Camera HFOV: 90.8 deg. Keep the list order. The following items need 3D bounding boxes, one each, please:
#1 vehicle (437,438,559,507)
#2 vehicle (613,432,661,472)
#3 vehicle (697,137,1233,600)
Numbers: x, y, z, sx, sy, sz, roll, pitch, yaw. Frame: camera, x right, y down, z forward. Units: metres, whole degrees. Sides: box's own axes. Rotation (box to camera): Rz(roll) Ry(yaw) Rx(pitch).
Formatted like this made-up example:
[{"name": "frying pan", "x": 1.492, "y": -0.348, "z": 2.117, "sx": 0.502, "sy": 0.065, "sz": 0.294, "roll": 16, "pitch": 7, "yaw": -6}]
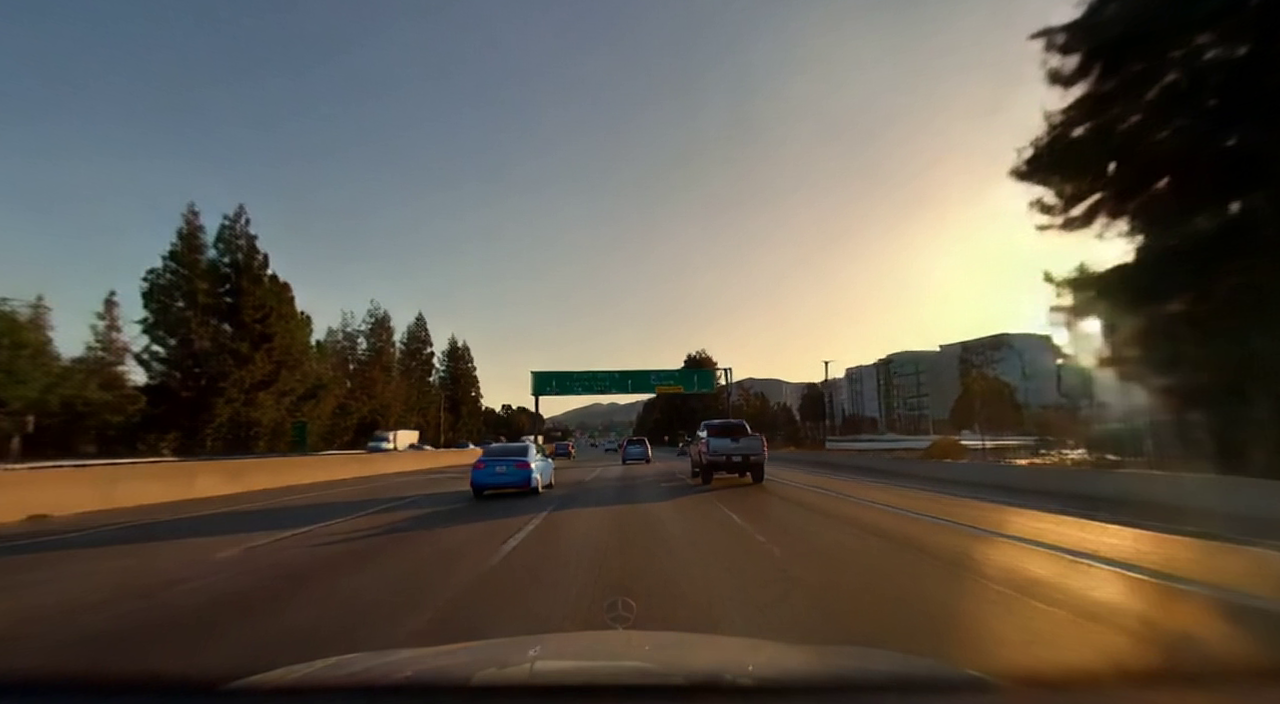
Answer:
[{"name": "vehicle", "x": -3.195, "y": 2.802, "z": 15.228, "sx": 1.864, "sy": 1.406, "sz": 4.544, "roll": 0, "pitch": -8, "yaw": 0}, {"name": "vehicle", "x": -0.146, "y": 4.900, "z": 31.178, "sx": 2.203, "sy": 1.805, "sz": 4.358, "roll": 0, "pitch": -8, "yaw": 0}, {"name": "vehicle", "x": 3.416, "y": 1.135, "z": 13.032, "sx": 2.876, "sy": 4.086, "sz": 15.117, "roll": 0, "pitch": -8, "yaw": -1}]
